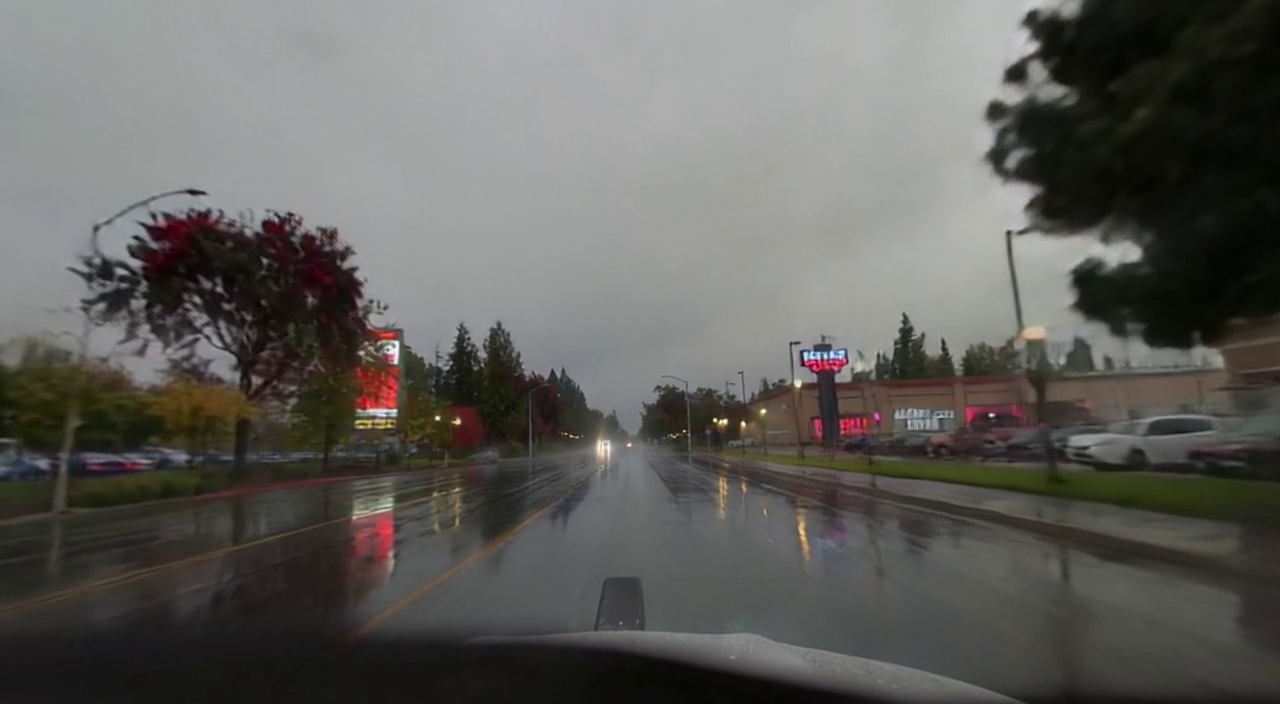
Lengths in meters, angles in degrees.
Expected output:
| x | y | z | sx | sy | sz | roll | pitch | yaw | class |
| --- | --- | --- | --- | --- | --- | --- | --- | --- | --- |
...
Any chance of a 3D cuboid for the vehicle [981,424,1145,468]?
| x | y | z | sx | sy | sz | roll | pitch | yaw | class |
| --- | --- | --- | --- | --- | --- | --- | --- | --- | --- |
| 15.948 | 3.562 | 24.046 | 4.544 | 1.541 | 2.292 | -1 | -8 | 0 | vehicle |
